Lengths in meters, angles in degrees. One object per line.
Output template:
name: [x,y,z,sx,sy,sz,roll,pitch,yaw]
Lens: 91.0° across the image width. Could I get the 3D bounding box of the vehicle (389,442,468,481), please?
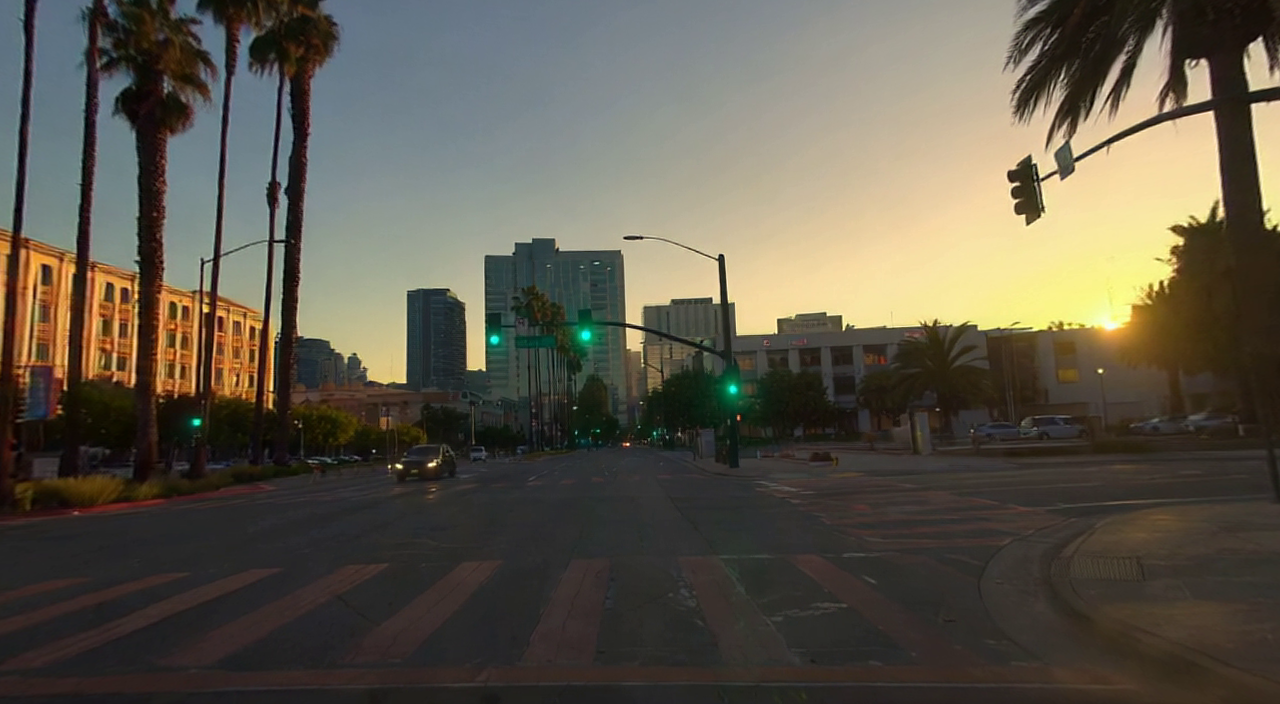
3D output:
vehicle: [-10.742,5.581,32.364,2.270,1.833,4.860,0,-9,1]
